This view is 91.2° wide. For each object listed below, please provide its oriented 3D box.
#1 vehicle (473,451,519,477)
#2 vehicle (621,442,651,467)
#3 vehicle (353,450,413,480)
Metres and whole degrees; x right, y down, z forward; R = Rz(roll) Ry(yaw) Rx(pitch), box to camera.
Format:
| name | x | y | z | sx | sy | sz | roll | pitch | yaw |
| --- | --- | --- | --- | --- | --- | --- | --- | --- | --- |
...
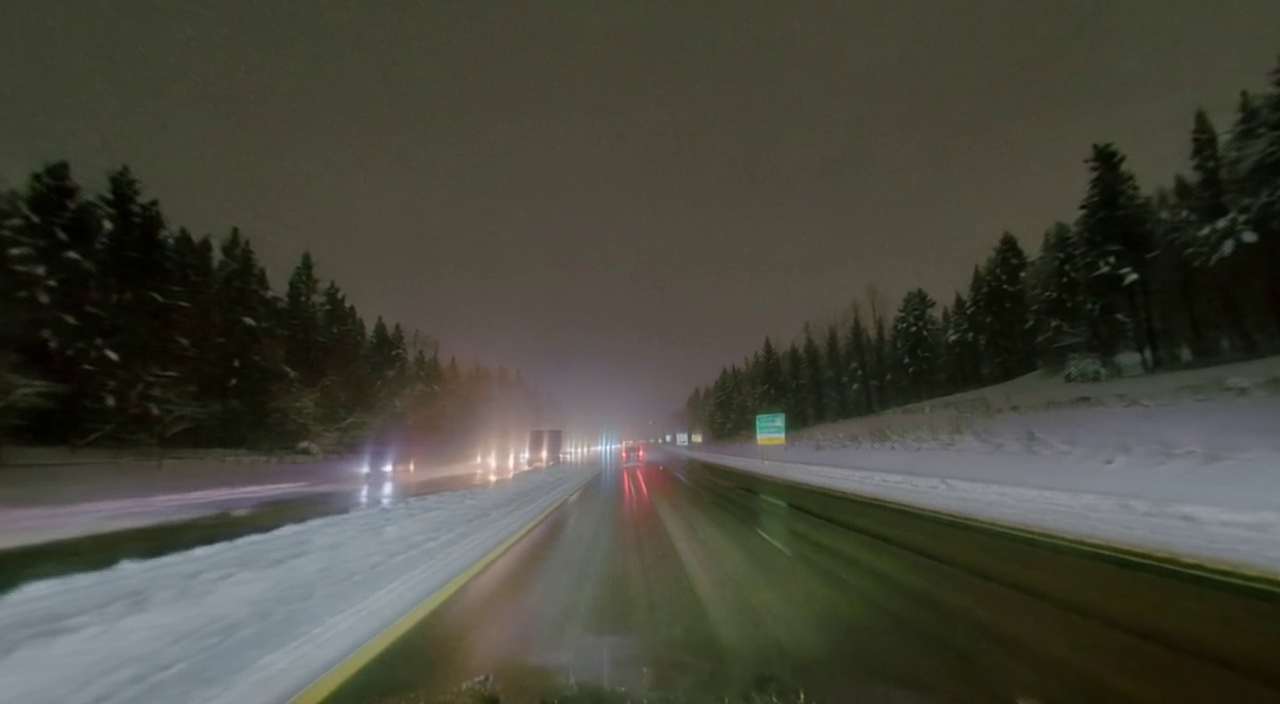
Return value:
| name | x | y | z | sx | sy | sz | roll | pitch | yaw |
| --- | --- | --- | --- | --- | --- | --- | --- | --- | --- |
| vehicle | -8.784 | 6.850 | 38.504 | 1.852 | 1.487 | 3.890 | 0 | -9 | 1 |
| vehicle | -0.301 | 7.379 | 45.259 | 2.098 | 1.692 | 4.038 | 0 | -9 | -1 |
| vehicle | -14.250 | 6.275 | 34.957 | 1.808 | 1.545 | 3.611 | 0 | -9 | 1 |
